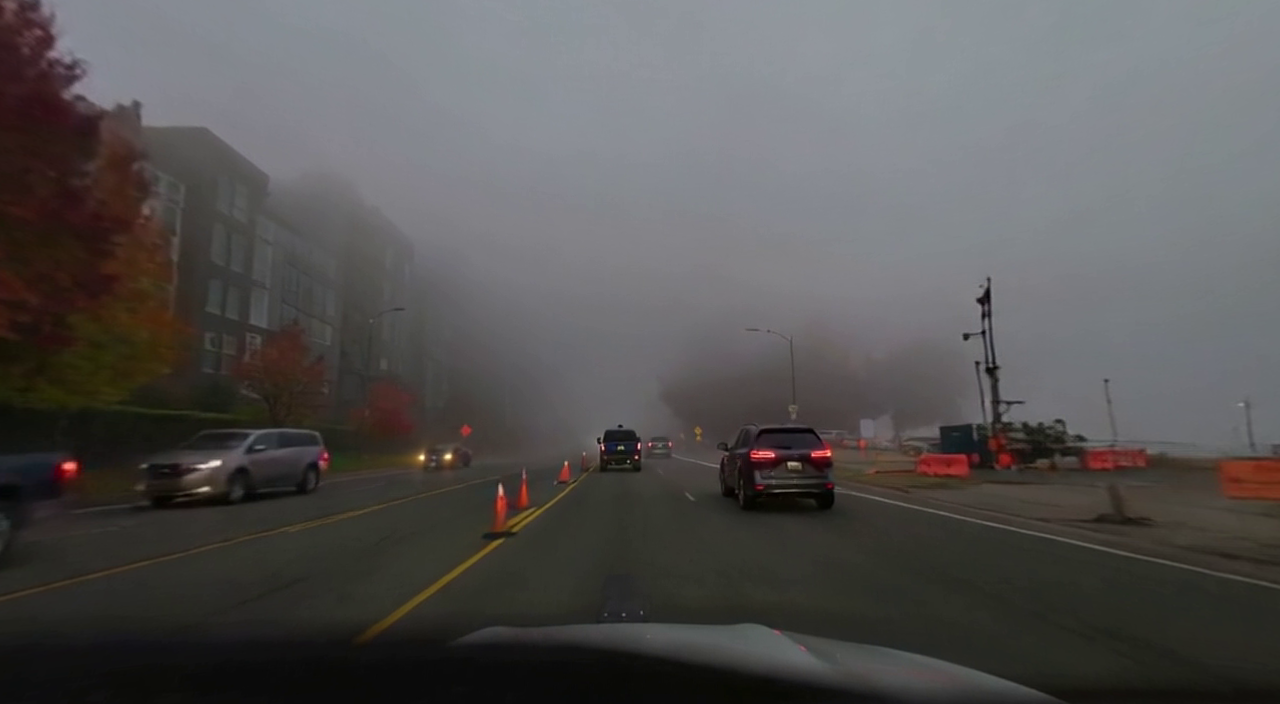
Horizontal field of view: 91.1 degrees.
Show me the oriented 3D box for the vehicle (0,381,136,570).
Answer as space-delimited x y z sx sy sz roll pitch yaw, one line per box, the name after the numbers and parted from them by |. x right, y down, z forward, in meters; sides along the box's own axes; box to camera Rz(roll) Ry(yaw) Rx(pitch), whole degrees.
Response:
-7.689 1.132 5.256 2.296 1.911 5.688 -2 -8 -1 | vehicle

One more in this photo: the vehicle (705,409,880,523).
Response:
2.768 2.275 13.032 2.120 1.828 5.531 0 -9 -1 | vehicle

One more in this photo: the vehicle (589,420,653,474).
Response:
-0.936 4.570 30.304 2.762 2.309 6.723 1 -9 -2 | vehicle

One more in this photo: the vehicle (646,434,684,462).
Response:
1.715 6.832 44.602 2.187 1.835 5.471 1 -8 -3 | vehicle

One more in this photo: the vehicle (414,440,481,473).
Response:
-9.666 5.266 31.885 1.997 1.512 4.322 0 -9 1 | vehicle

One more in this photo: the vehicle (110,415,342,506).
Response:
-10.050 2.687 15.932 2.192 1.923 4.970 0 -9 5 | vehicle
